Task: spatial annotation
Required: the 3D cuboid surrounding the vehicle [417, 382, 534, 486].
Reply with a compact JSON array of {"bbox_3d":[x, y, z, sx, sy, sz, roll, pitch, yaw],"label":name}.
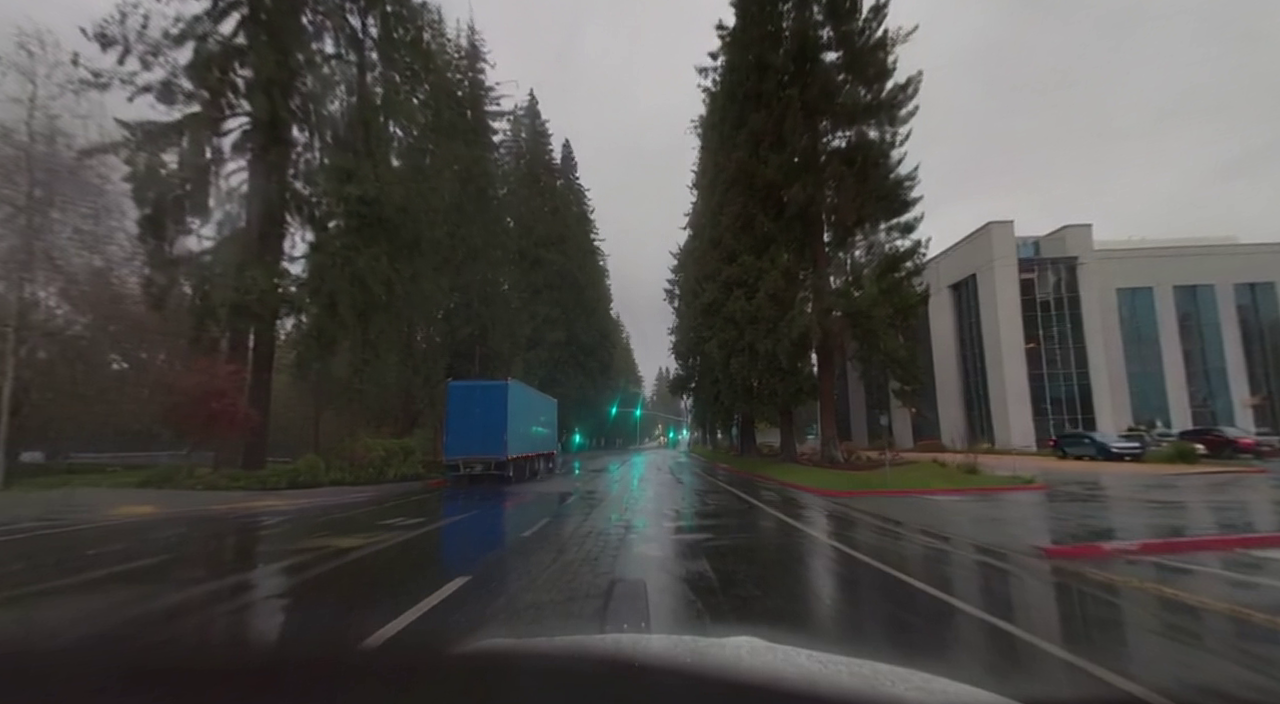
[{"bbox_3d":[-7.109,3.787,28.731,3.053,4.058,8.110,0,-9,0],"label":"vehicle"}]
